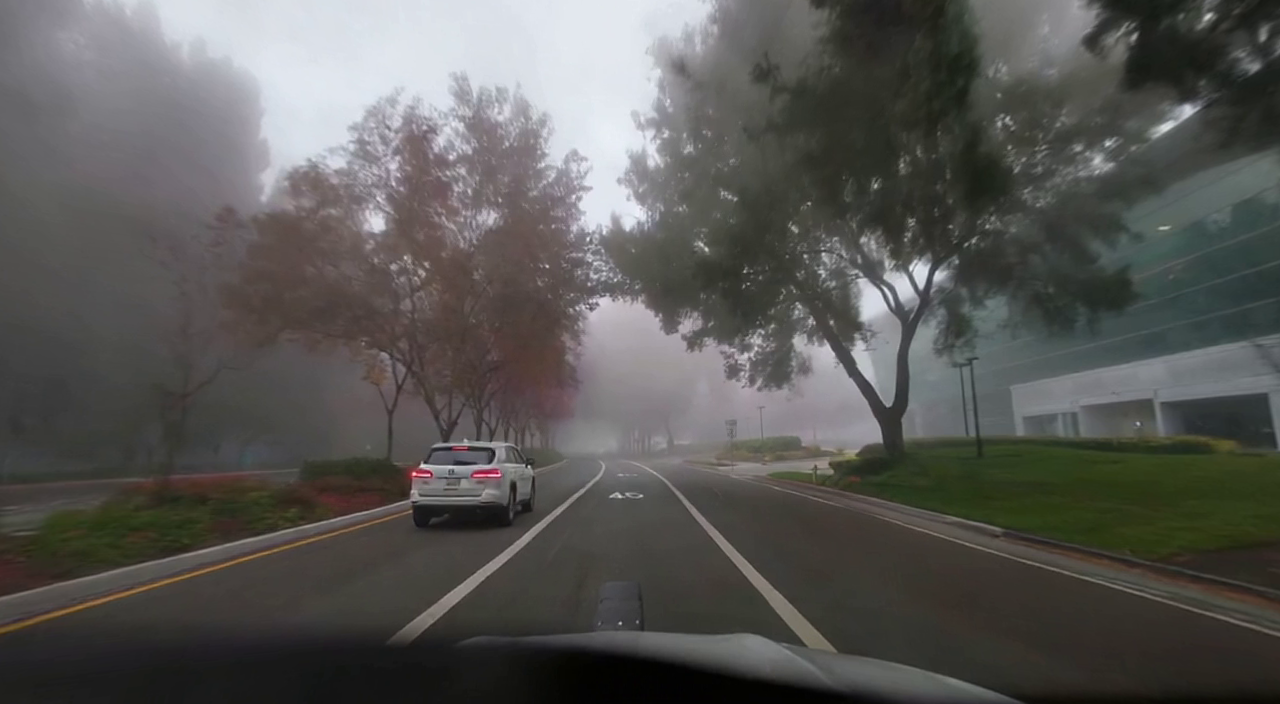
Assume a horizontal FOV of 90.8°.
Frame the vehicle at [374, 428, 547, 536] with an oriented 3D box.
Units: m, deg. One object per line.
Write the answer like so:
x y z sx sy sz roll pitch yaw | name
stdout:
-3.215 2.430 12.469 2.067 1.700 4.561 0 -9 0 | vehicle
